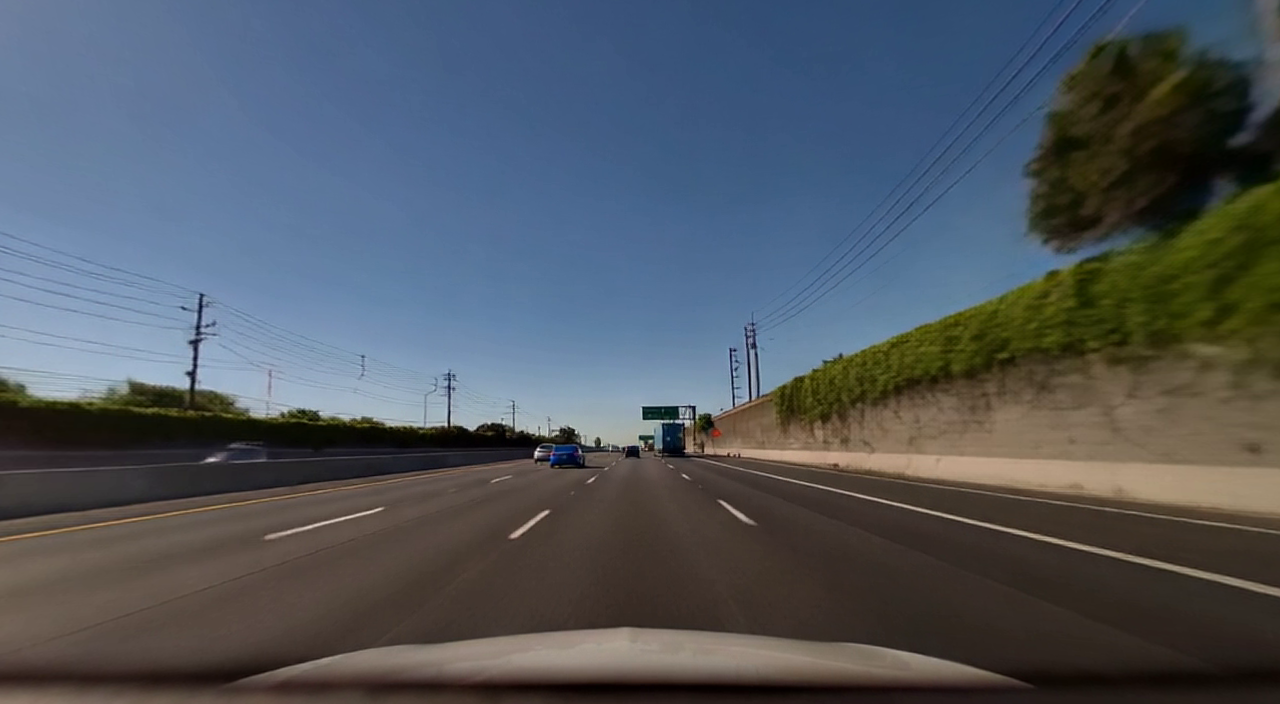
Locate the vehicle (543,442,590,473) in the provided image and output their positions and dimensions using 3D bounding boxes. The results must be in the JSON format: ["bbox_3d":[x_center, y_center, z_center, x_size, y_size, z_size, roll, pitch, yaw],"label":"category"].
[{"bbox_3d":[-3.876,5.691,34.127,2.009,1.533,4.175,0,-9,0],"label":"vehicle"}]

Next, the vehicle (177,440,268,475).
[{"bbox_3d":[-24.830,6.270,37.793,2.200,1.915,4.635,0,-9,0],"label":"vehicle"}]
